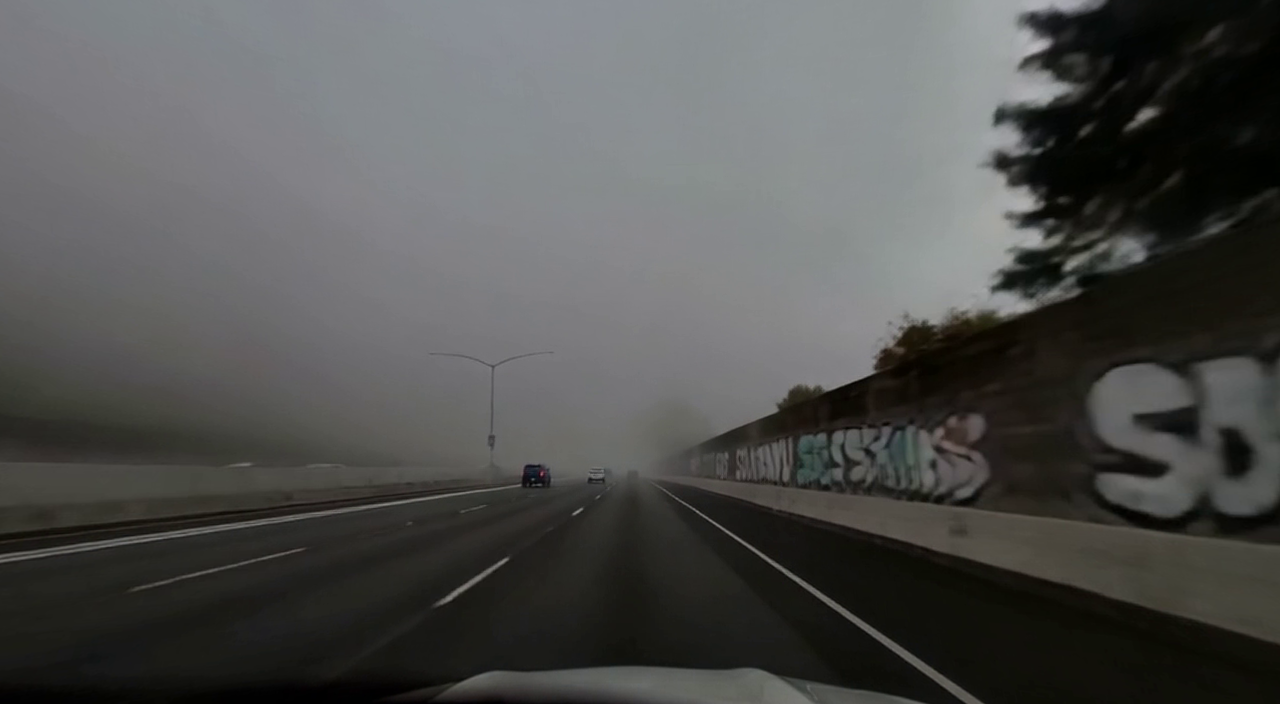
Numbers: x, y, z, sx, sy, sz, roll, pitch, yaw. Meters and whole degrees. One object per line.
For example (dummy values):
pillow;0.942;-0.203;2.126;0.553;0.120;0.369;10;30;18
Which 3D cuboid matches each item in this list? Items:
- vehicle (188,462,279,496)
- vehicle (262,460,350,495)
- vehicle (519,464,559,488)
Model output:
vehicle;-22.950;7.195;35.818;2.044;1.778;4.622;1;-11;0
vehicle;-15.533;5.861;29.564;1.851;1.459;4.101;1;-11;0
vehicle;-7.337;9.070;46.254;2.124;1.630;4.416;1;-11;0
